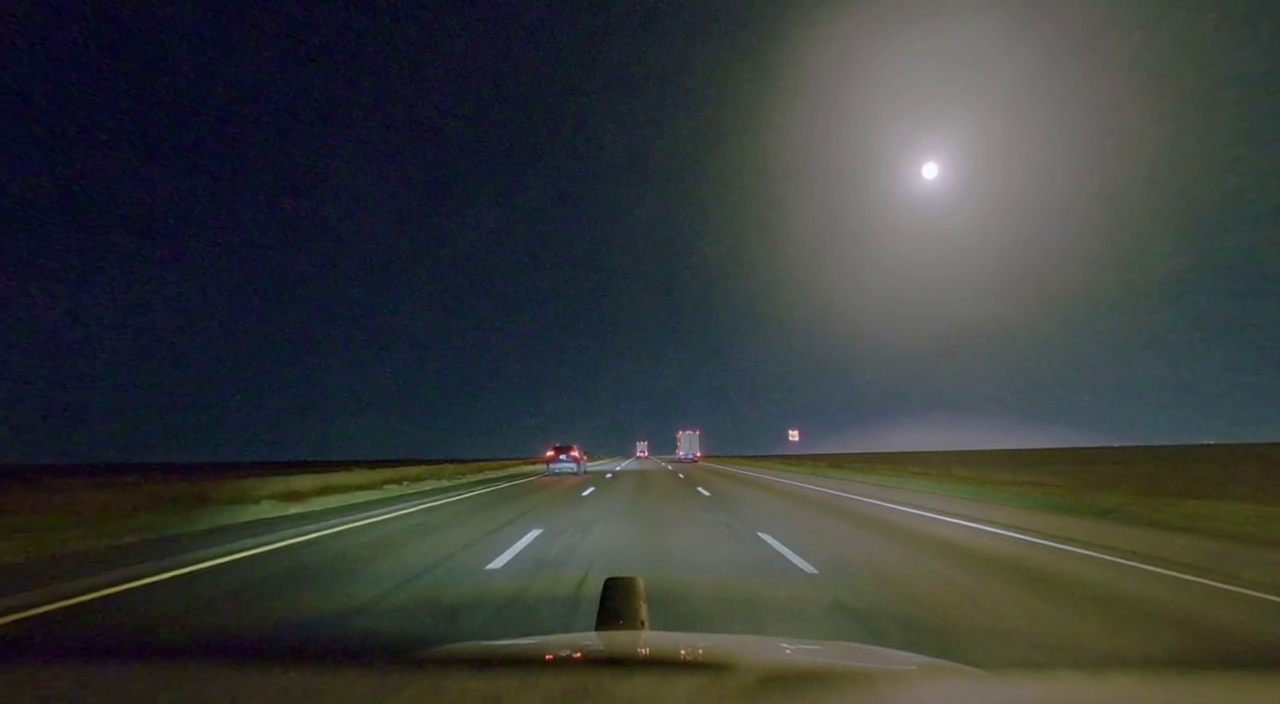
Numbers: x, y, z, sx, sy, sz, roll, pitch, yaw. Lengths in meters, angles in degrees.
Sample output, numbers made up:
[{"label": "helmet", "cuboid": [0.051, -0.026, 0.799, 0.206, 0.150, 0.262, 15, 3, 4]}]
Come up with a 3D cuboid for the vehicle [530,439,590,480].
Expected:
[{"label": "vehicle", "cuboid": [-3.583, 4.924, 29.035, 2.070, 1.707, 4.309, 0, -9, 2]}]
